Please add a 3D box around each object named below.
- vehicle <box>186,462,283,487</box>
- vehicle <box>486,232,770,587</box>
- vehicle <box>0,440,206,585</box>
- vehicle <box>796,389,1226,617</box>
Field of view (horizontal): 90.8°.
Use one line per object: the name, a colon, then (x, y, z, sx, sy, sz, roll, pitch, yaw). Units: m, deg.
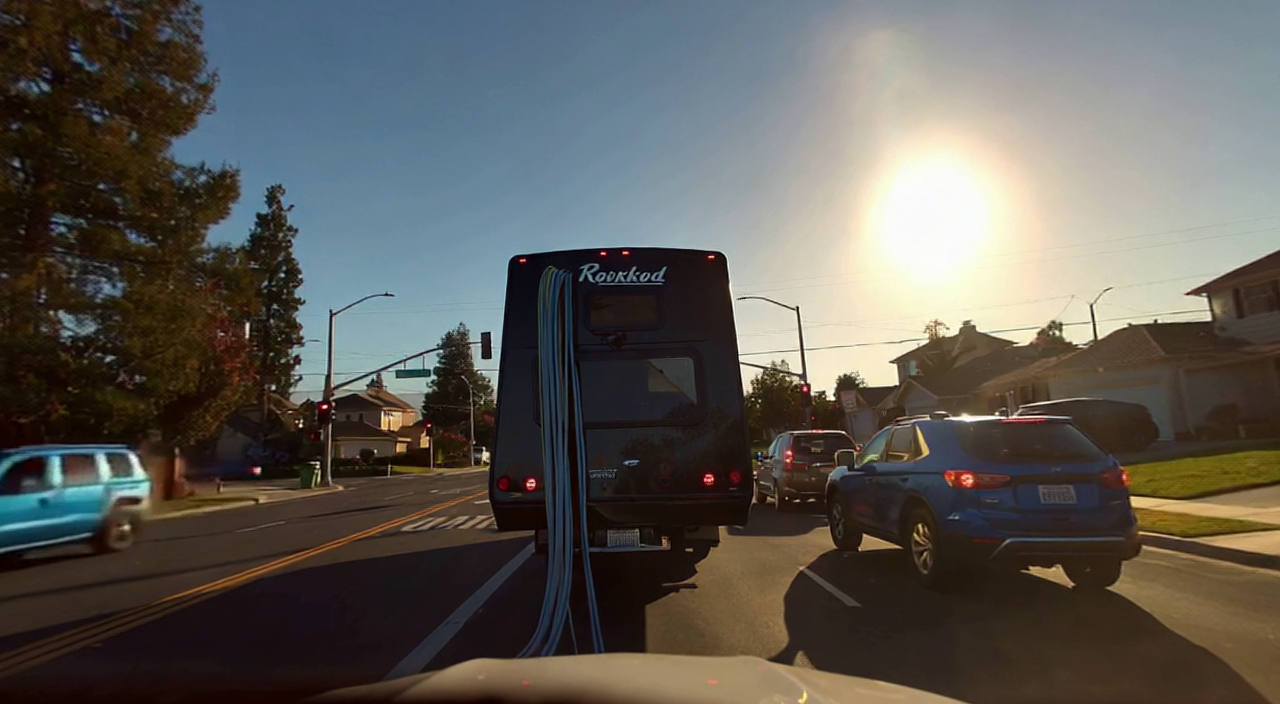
vehicle: (-26.768, 8.076, 41.861, 4.954, 1.506, 2.014, 0, -9, -3)
vehicle: (-0.101, 1.112, 10.350, 2.709, 3.511, 8.213, 0, -9, 0)
vehicle: (-8.741, 2.129, 8.937, 2.110, 1.713, 4.449, 0, -9, -2)
vehicle: (3.408, 1.489, 7.130, 2.104, 1.735, 4.408, 0, -9, 0)
